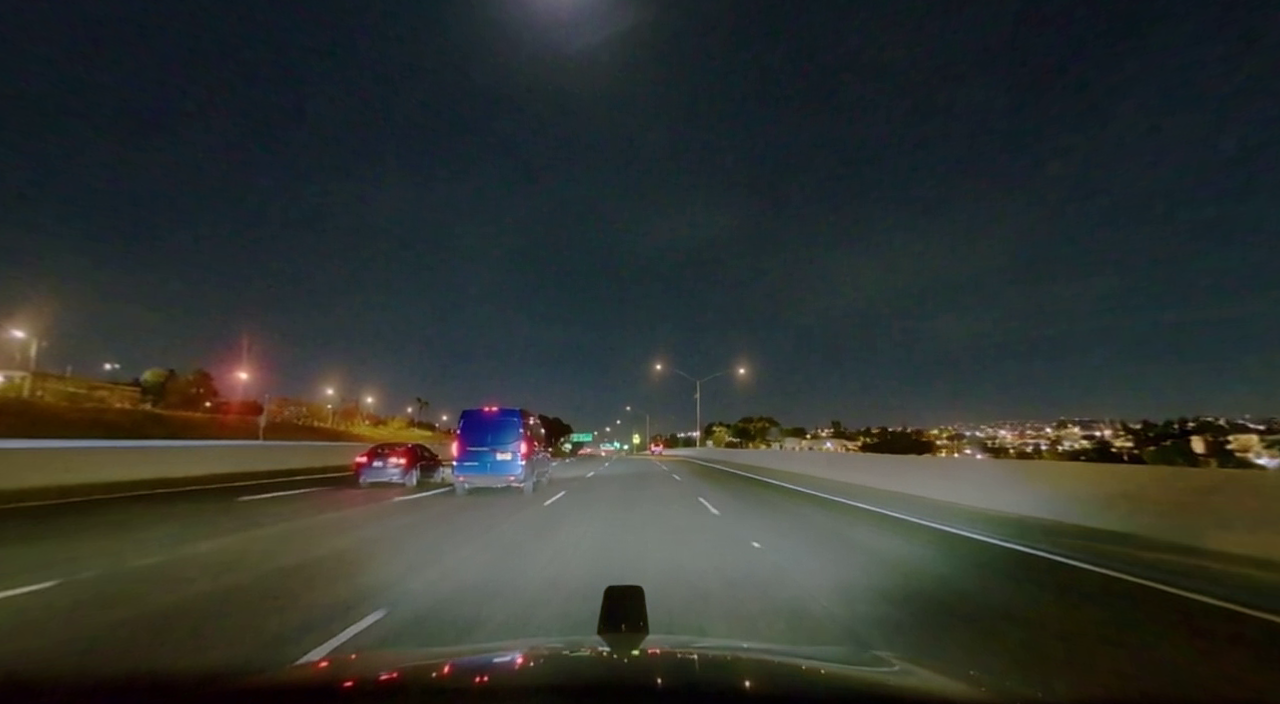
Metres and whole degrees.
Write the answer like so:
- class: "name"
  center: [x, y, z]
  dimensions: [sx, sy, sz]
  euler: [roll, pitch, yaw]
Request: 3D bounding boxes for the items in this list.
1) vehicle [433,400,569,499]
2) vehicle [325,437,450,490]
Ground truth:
- class: "vehicle"
  center: [-3.472, 2.636, 17.104]
  dimensions: [2.372, 2.248, 5.393]
  euler: [0, -9, 1]
- class: "vehicle"
  center: [-7.903, 3.518, 20.253]
  dimensions: [1.987, 1.490, 4.781]
  euler: [0, -8, 1]
